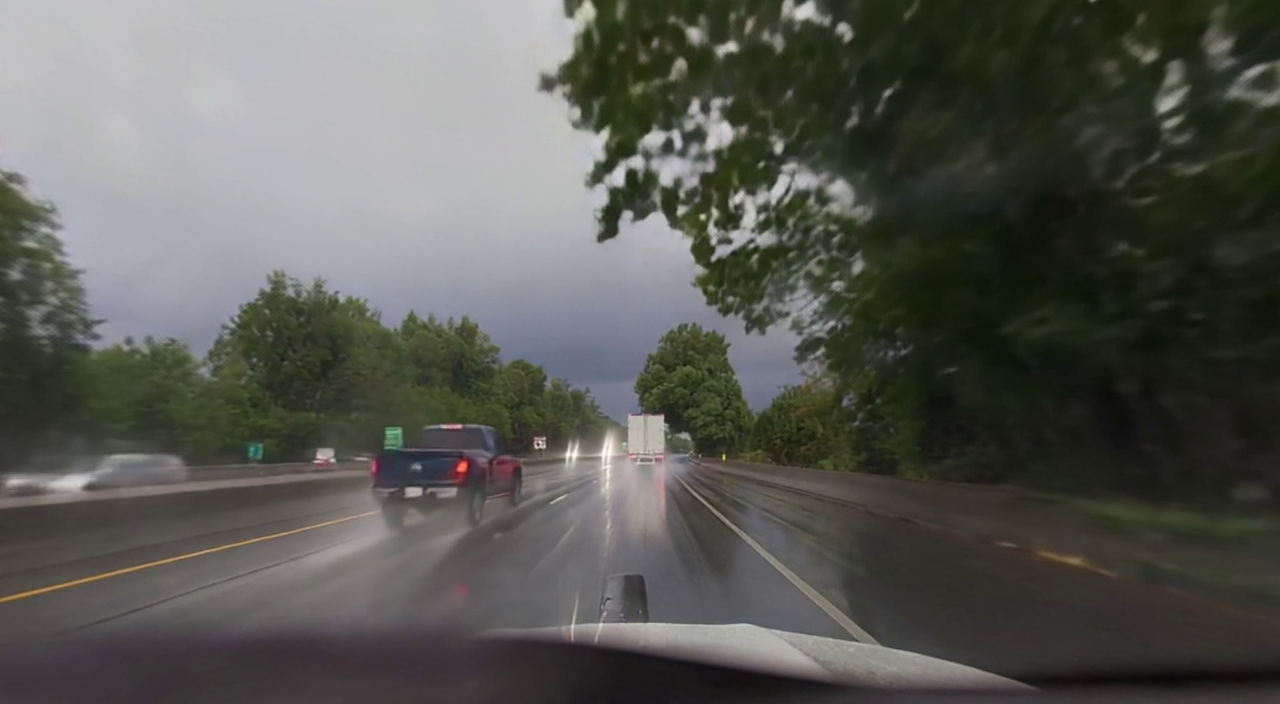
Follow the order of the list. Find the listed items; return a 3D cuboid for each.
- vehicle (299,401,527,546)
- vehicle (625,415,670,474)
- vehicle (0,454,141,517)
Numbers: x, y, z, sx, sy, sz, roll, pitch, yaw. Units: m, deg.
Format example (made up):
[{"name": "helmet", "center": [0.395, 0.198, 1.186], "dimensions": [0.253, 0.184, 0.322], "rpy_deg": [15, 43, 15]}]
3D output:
[{"name": "vehicle", "center": [-3.903, 2.245, 12.296], "dimensions": [2.283, 2.156, 5.546], "rpy_deg": [0, -9, 1]}, {"name": "vehicle", "center": [0.578, 7.123, 48.215], "dimensions": [3.024, 3.965, 10.399], "rpy_deg": [0, -9, 1]}, {"name": "vehicle", "center": [-17.131, 3.686, 17.837], "dimensions": [2.044, 1.523, 4.787], "rpy_deg": [0, -9, 0]}]
